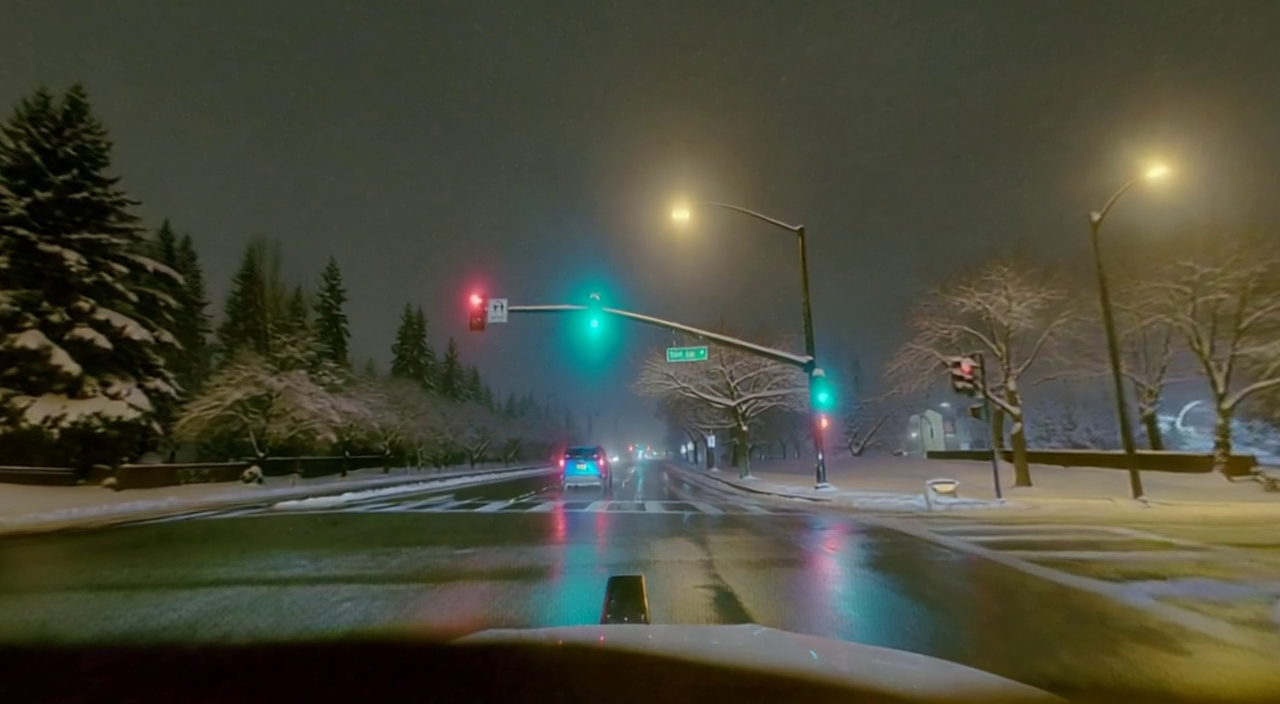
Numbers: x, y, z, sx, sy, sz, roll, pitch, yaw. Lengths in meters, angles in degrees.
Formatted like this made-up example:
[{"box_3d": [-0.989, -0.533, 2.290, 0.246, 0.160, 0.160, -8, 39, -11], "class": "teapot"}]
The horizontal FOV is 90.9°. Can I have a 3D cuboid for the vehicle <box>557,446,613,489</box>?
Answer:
[{"box_3d": [-2.454, 5.273, 29.170, 2.123, 1.799, 4.425, 0, -8, 1], "class": "vehicle"}]
